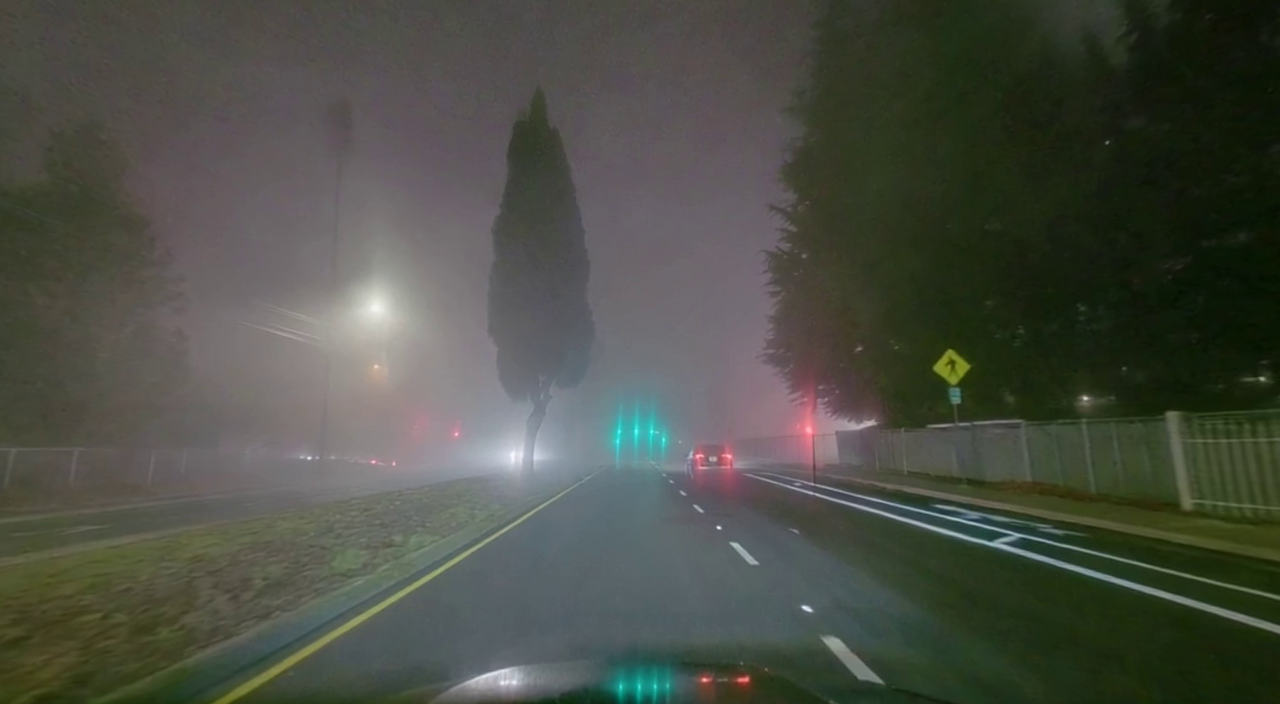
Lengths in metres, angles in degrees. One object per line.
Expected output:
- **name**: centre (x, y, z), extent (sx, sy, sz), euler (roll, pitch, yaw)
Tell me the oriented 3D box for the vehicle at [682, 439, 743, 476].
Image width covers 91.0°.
- **vehicle**: centre (3.098, 4.626, 27.761), extent (2.105, 1.490, 4.008), euler (0, -9, -2)
